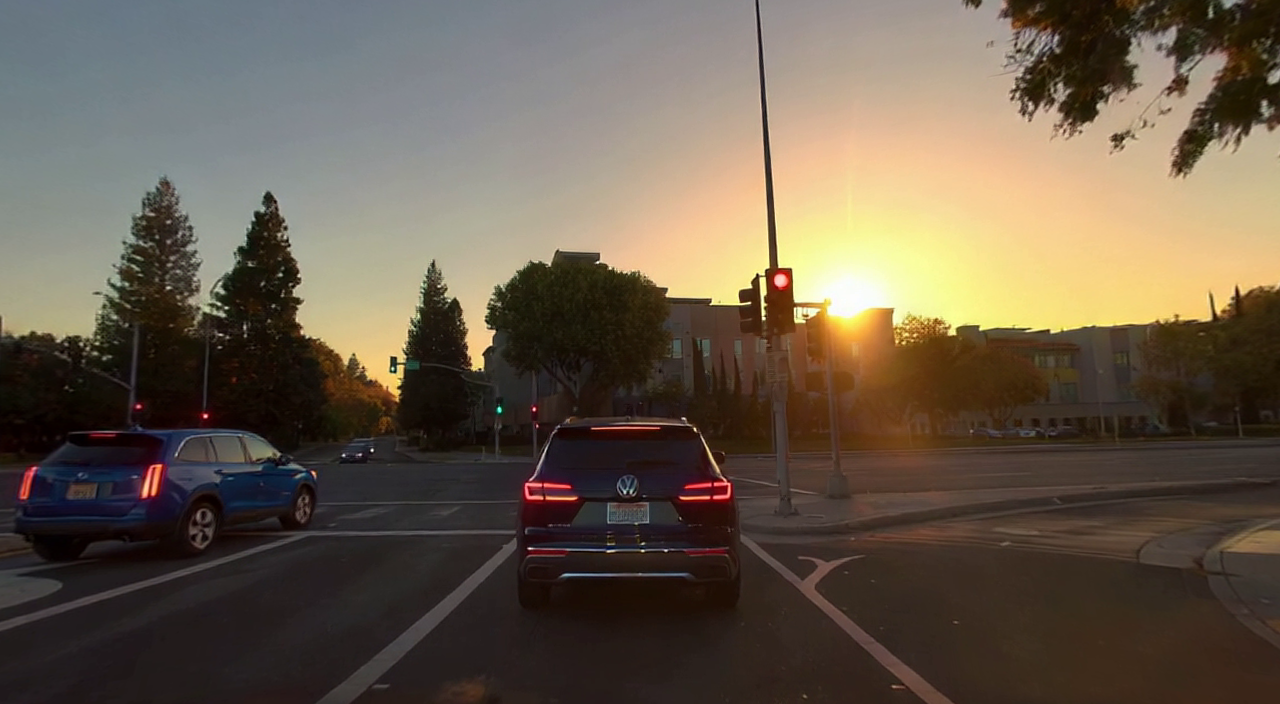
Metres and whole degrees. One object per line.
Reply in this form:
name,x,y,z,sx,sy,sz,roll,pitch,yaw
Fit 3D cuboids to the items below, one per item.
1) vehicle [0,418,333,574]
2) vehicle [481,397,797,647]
vehicle,-6.397,1.901,9.121,2.020,1.695,4.187,1,-9,-5
vehicle,-0.150,1.459,6.444,2.154,1.670,4.140,0,-9,-4
